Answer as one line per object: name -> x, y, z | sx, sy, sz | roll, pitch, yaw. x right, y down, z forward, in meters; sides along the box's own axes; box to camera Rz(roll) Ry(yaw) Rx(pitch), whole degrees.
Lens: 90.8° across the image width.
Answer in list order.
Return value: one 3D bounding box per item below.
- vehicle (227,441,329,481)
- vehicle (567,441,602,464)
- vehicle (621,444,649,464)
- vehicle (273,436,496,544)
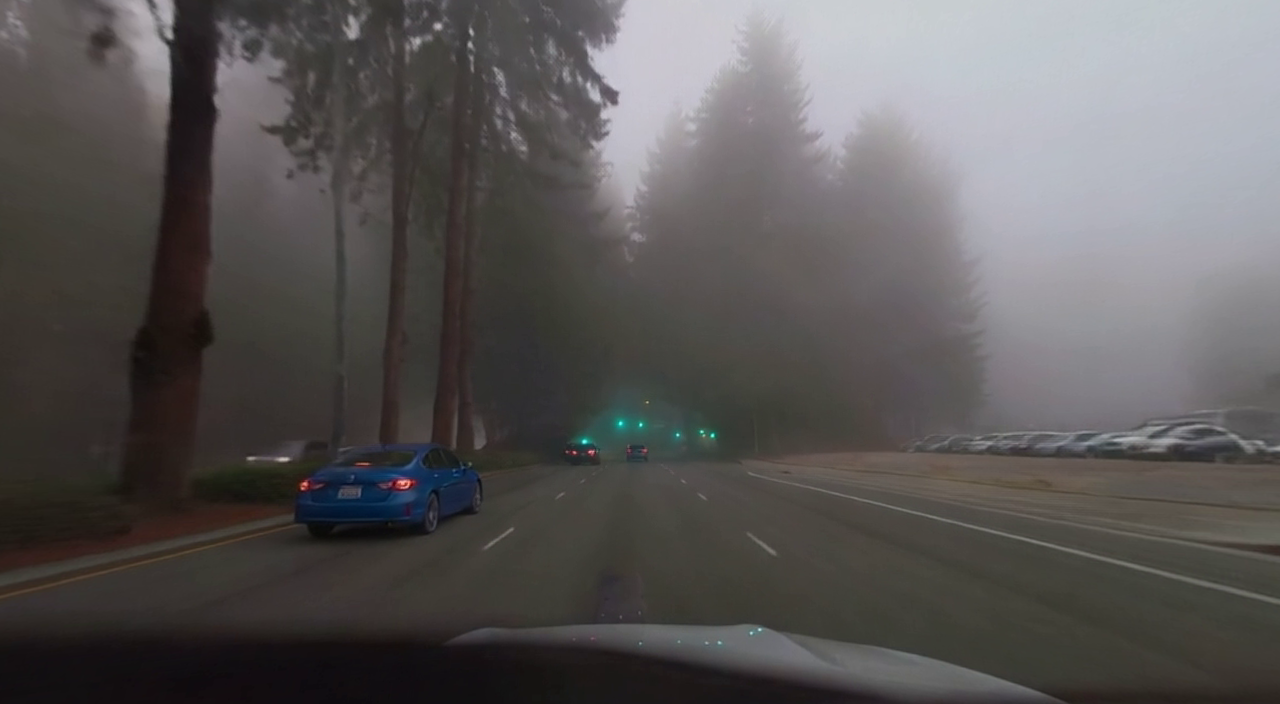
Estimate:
vehicle -> -16.484, 4.969, 29.102 | 1.973, 1.660, 4.705 | 0, -8, -1
vehicle -> -3.999, 7.364, 46.271 | 2.103, 1.592, 4.160 | 0, -8, 1
vehicle -> -0.393, 7.642, 47.644 | 1.991, 1.431, 4.199 | 0, -9, -1
vehicle -> -3.891, 2.163, 10.616 | 1.905, 1.418, 4.396 | 0, -8, 0
